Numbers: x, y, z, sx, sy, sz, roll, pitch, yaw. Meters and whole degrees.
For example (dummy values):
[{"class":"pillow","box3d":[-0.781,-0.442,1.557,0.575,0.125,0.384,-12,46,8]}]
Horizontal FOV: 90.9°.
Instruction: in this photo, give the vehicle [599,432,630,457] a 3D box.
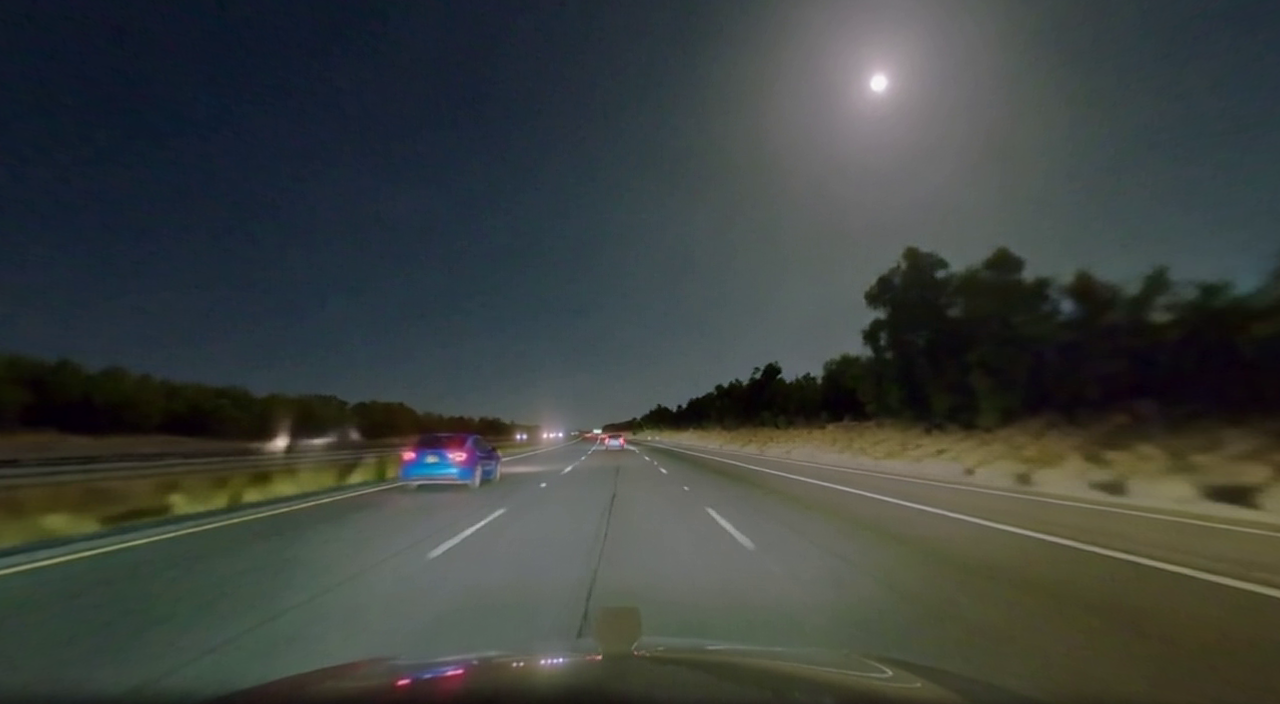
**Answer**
[{"class":"vehicle","box3d":[-1.710,6.148,42.124,1.997,1.589,4.179,0,-8,-3]}]

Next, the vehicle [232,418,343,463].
[{"class":"vehicle","box3d":[-12.894,3.272,23.396,1.829,1.475,4.093,0,-8,-1]}]

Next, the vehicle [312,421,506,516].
[{"class":"vehicle","box3d":[-4.360,2.268,12.981,2.141,1.534,5.099,0,-8,-1]}]
